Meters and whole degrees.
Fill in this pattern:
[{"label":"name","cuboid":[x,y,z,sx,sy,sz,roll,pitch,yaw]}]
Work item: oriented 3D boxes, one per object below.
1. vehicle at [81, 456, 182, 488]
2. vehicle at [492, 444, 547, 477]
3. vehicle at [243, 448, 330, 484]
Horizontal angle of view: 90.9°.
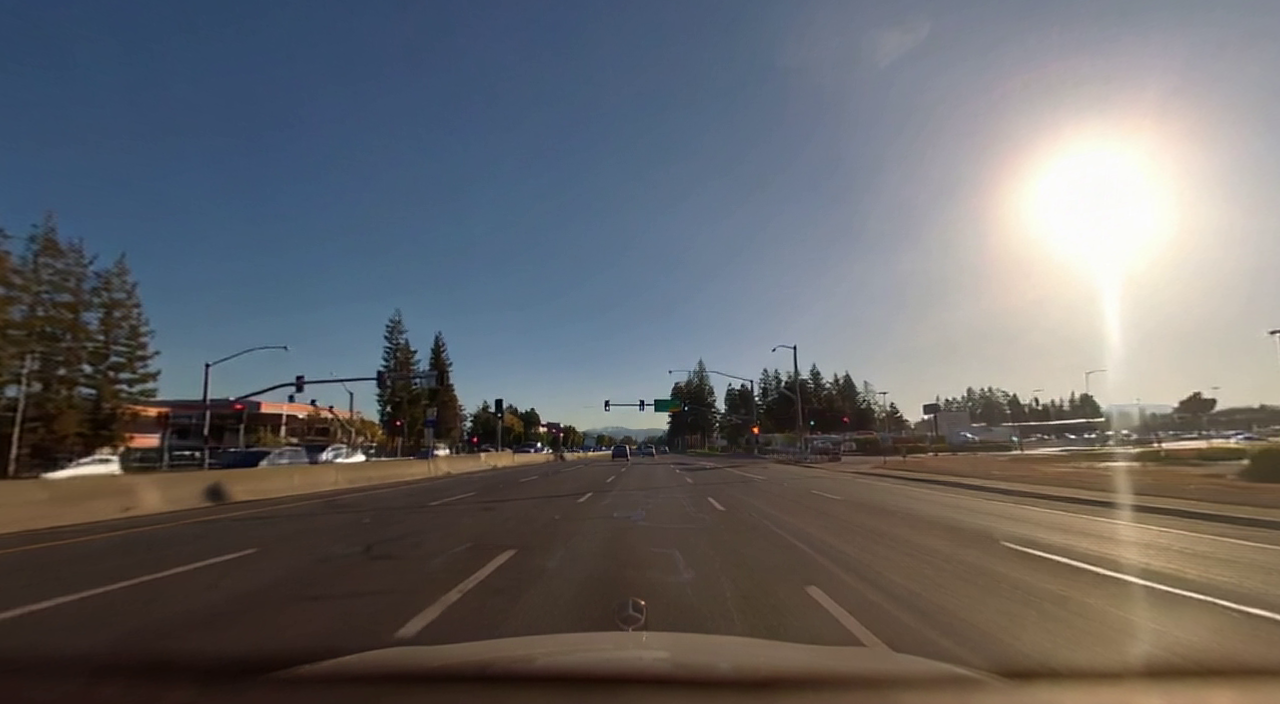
[{"label":"vehicle","cuboid":[-27.032,6.363,33.696,1.861,1.553,4.132,0,-9,2]},{"label":"vehicle","cuboid":[-5.992,5.441,31.873,1.843,1.528,4.121,0,-9,2]},{"label":"vehicle","cuboid":[-18.058,5.810,32.477,1.926,1.659,4.426,0,-9,0]}]
